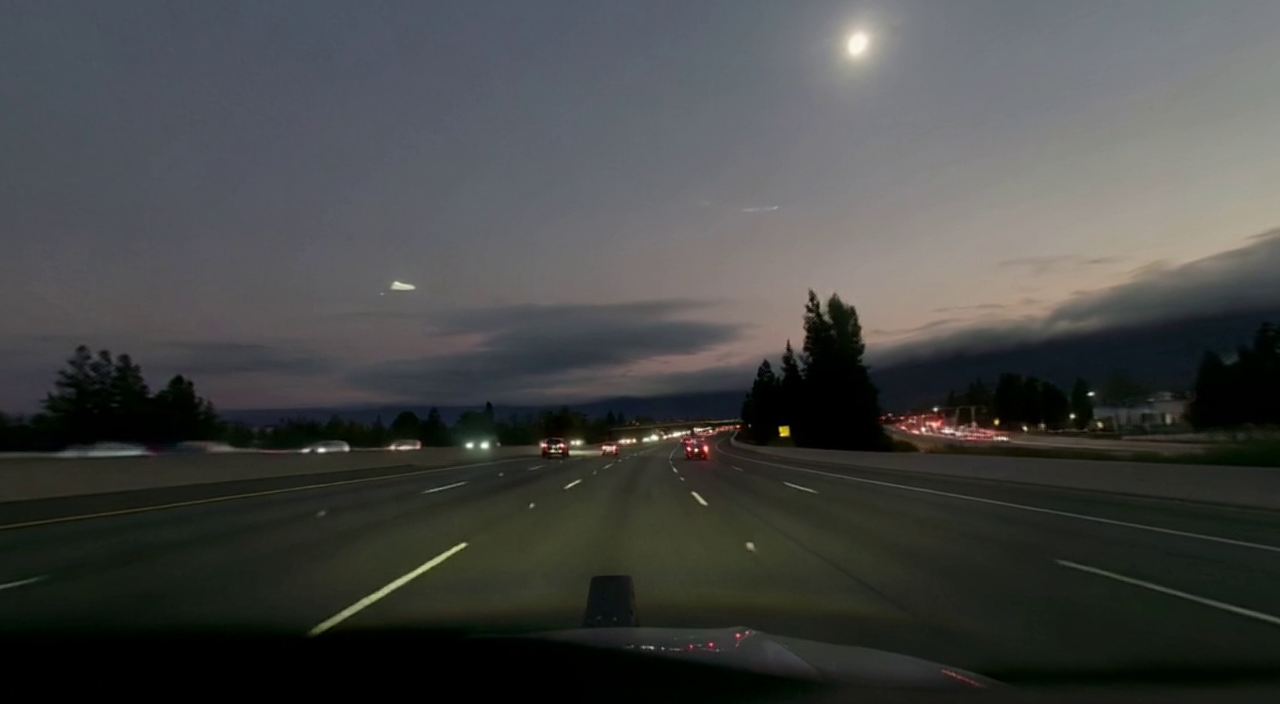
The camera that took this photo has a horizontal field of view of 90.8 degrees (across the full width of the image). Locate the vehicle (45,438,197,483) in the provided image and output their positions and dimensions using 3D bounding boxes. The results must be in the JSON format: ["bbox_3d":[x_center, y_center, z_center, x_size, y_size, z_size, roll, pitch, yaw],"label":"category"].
[{"bbox_3d":[-19.514,4.079,24.070,1.912,1.536,4.459,0,-8,1],"label":"vehicle"}]

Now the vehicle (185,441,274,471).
[{"bbox_3d":[-23.214,5.882,35.937,1.899,1.560,4.551,0,-8,1],"label":"vehicle"}]

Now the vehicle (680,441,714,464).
[{"bbox_3d":[3.817,6.815,43.044,1.967,1.475,4.080,0,-8,1],"label":"vehicle"}]
